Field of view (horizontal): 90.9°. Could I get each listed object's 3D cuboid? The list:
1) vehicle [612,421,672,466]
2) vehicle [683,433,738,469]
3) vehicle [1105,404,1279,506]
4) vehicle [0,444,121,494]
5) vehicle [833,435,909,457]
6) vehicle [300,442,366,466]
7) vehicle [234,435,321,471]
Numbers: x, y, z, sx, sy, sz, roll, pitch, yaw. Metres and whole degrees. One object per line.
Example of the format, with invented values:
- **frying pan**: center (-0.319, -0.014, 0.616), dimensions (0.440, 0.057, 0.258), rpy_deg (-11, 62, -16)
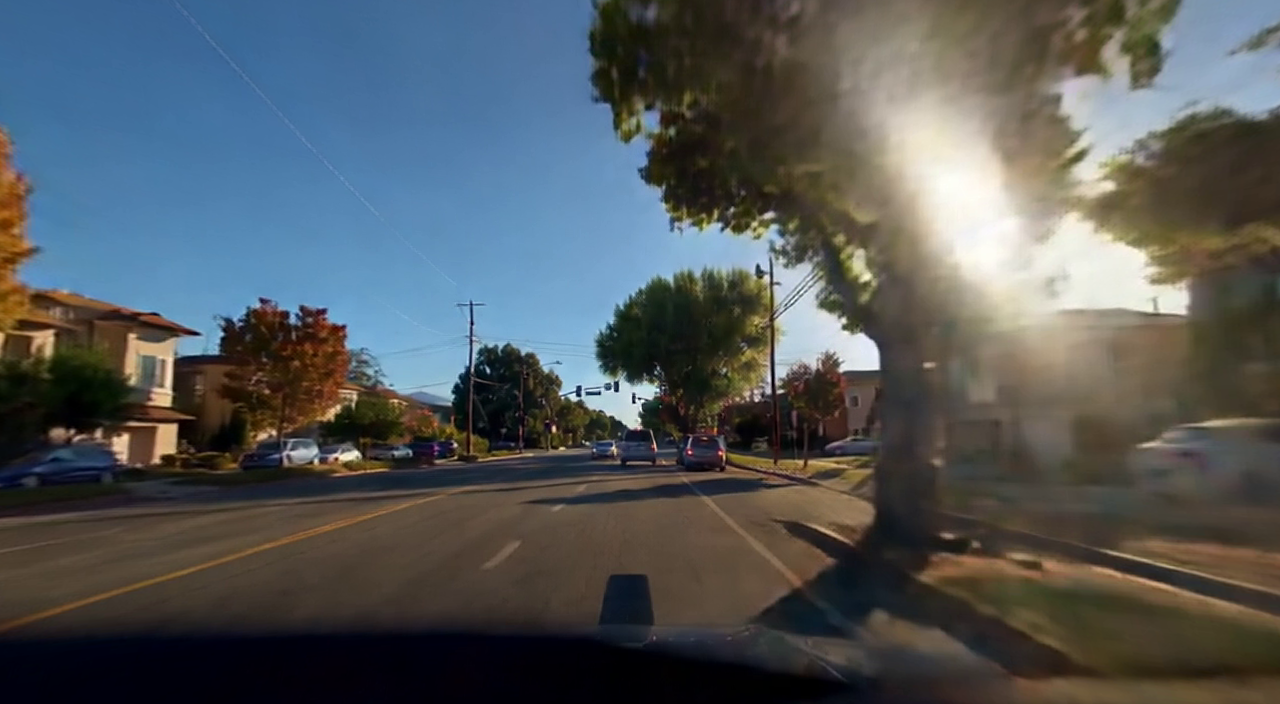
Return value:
- **vehicle**: center (0.110, 4.643, 32.037), dimensions (2.769, 2.087, 5.130), rpy_deg (0, -8, 0)
- **vehicle**: center (3.148, 4.541, 28.944), dimensions (2.002, 1.511, 4.124), rpy_deg (0, -8, 0)
- **vehicle**: center (12.557, 2.093, 12.917), dimensions (4.412, 1.878, 2.048), rpy_deg (1, -8, -1)
- **vehicle**: center (-20.489, 3.880, 21.311), dimensions (1.865, 1.506, 4.706), rpy_deg (0, -8, 0)
- **vehicle**: center (16.483, 6.744, 45.192), dimensions (4.671, 1.495, 1.900), rpy_deg (0, -8, 3)
- **vehicle**: center (-19.875, 6.596, 41.019), dimensions (1.866, 1.471, 4.770), rpy_deg (0, -8, 1)
- **vehicle**: center (-20.126, 5.605, 35.237), dimensions (2.046, 1.874, 4.448), rpy_deg (0, -8, 2)
